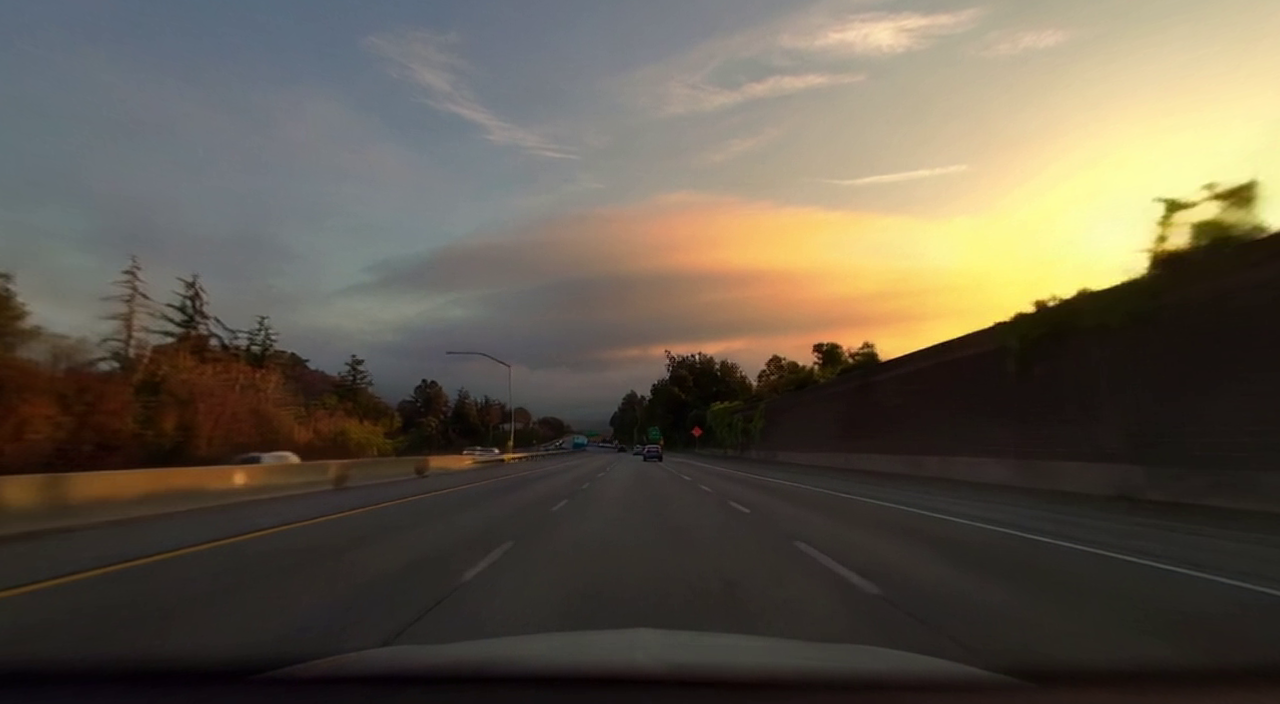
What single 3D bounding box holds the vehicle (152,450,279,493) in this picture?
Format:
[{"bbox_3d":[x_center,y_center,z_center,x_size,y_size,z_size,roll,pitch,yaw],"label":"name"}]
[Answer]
[{"bbox_3d":[-16.084,4.522,24.192,1.966,1.477,4.125,0,-9,0],"label":"vehicle"}]
